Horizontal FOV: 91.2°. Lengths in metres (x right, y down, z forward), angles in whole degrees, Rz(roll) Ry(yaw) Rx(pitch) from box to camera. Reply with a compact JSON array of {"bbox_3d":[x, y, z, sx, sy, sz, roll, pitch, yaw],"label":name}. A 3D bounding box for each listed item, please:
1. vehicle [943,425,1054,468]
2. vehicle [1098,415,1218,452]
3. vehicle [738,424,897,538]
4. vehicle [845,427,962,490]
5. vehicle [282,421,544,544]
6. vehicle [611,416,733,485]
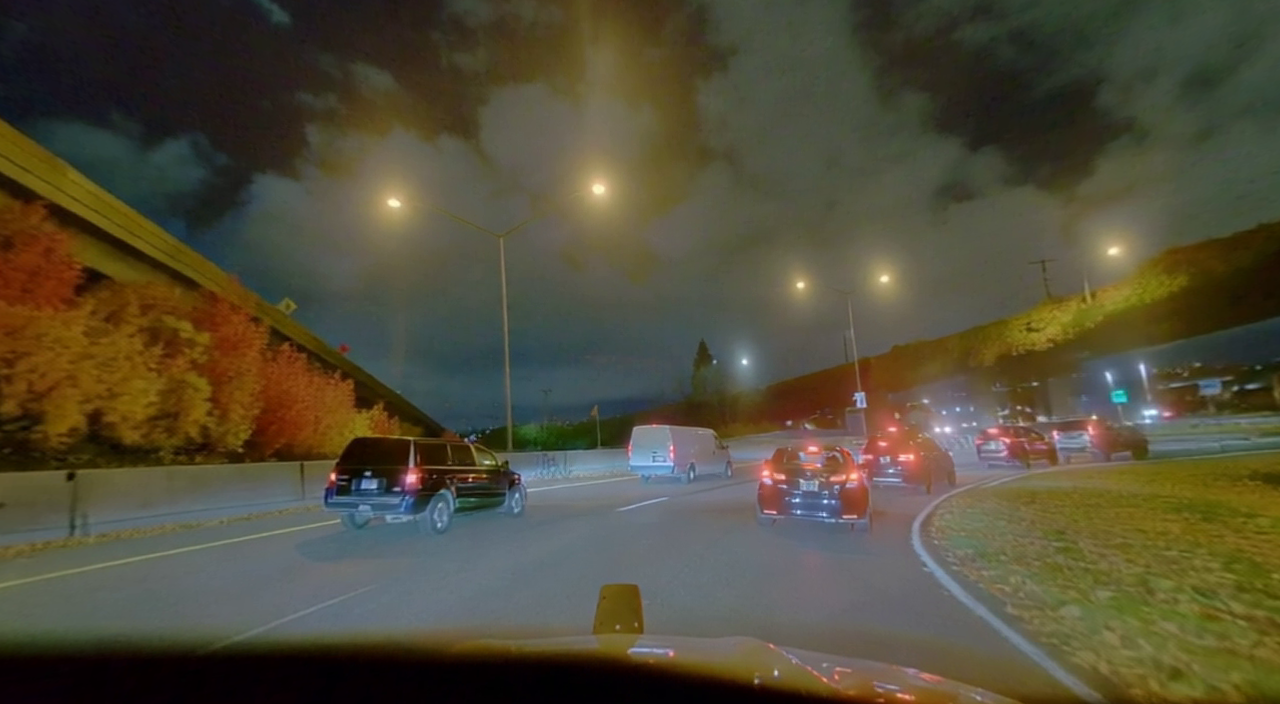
[{"bbox_3d":[13.128,3.463,22.881,3.902,1.446,1.780,5,-11,-32],"label":"vehicle"},{"bbox_3d":[21.865,3.468,26.496,3.934,1.485,1.763,2,-9,-13],"label":"vehicle"},{"bbox_3d":[3.160,2.077,10.628,2.064,1.515,3.722,-4,-10,23],"label":"vehicle"},{"bbox_3d":[7.481,2.955,17.579,1.830,1.519,4.253,-7,-11,38],"label":"vehicle"},{"bbox_3d":[-3.363,2.023,10.303,1.921,1.554,4.081,-3,-9,17],"label":"vehicle"},{"bbox_3d":[1.067,2.953,18.867,1.835,1.825,4.005,-6,-11,34],"label":"vehicle"}]
